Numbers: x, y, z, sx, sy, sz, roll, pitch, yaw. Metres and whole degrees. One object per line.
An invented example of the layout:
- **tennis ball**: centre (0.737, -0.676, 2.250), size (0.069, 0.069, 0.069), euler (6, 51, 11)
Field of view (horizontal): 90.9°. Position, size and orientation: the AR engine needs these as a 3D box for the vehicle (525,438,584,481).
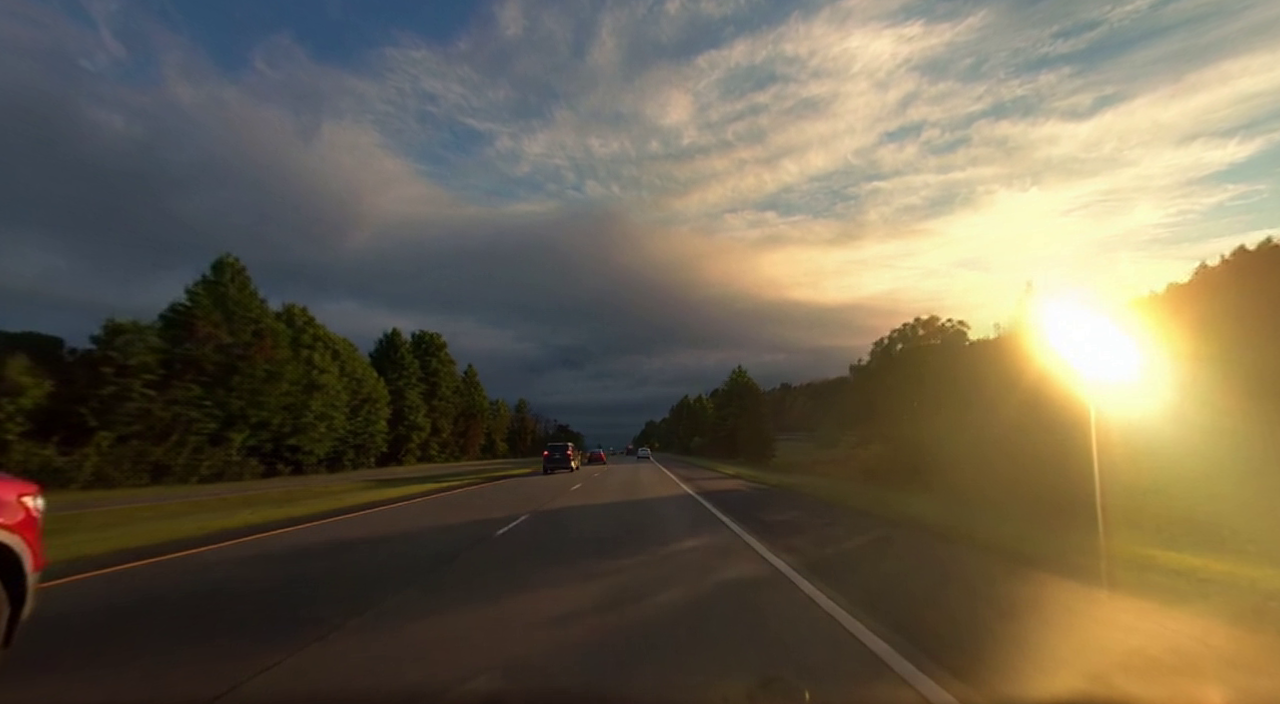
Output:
- **vehicle**: centre (-3.876, 4.949, 29.315), size (2.056, 1.811, 4.202), euler (0, -9, 1)
